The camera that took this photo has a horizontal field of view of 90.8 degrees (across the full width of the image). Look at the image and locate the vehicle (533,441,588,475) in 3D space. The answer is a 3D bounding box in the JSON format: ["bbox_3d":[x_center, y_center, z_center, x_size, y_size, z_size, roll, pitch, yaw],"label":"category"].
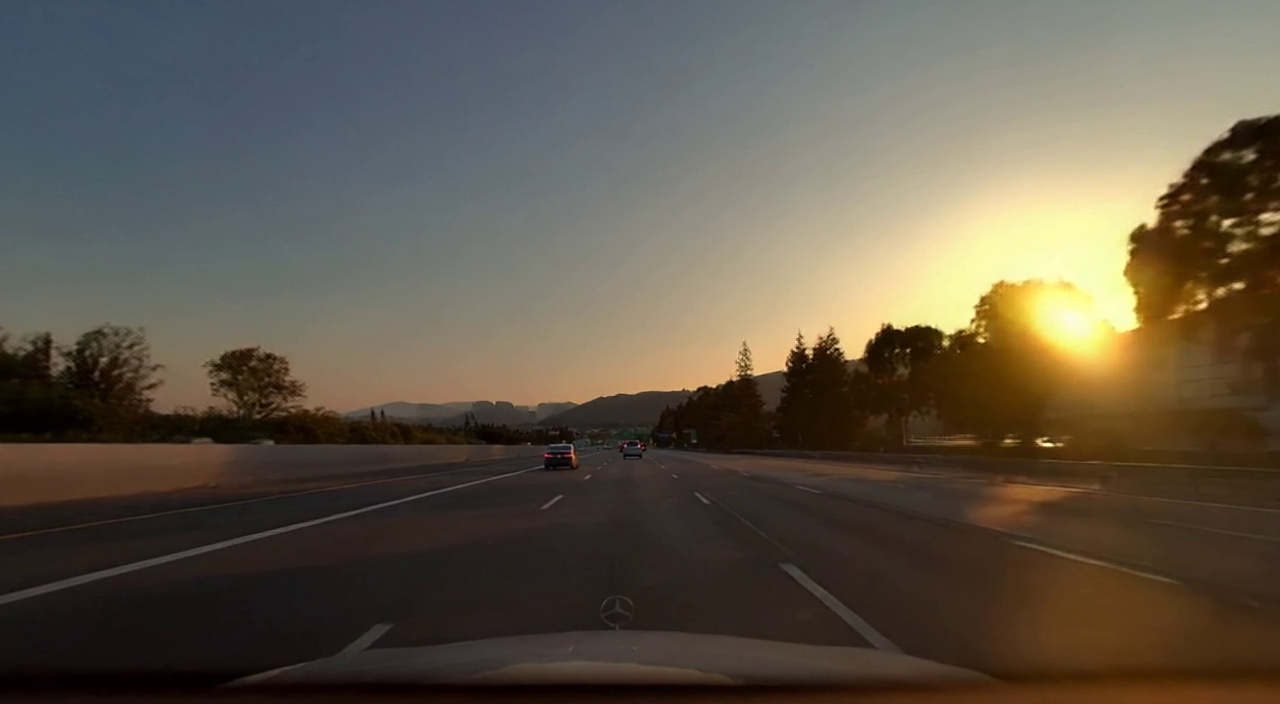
[{"bbox_3d":[-3.921,5.324,32.058,2.140,1.574,4.946,0,-8,0],"label":"vehicle"}]
